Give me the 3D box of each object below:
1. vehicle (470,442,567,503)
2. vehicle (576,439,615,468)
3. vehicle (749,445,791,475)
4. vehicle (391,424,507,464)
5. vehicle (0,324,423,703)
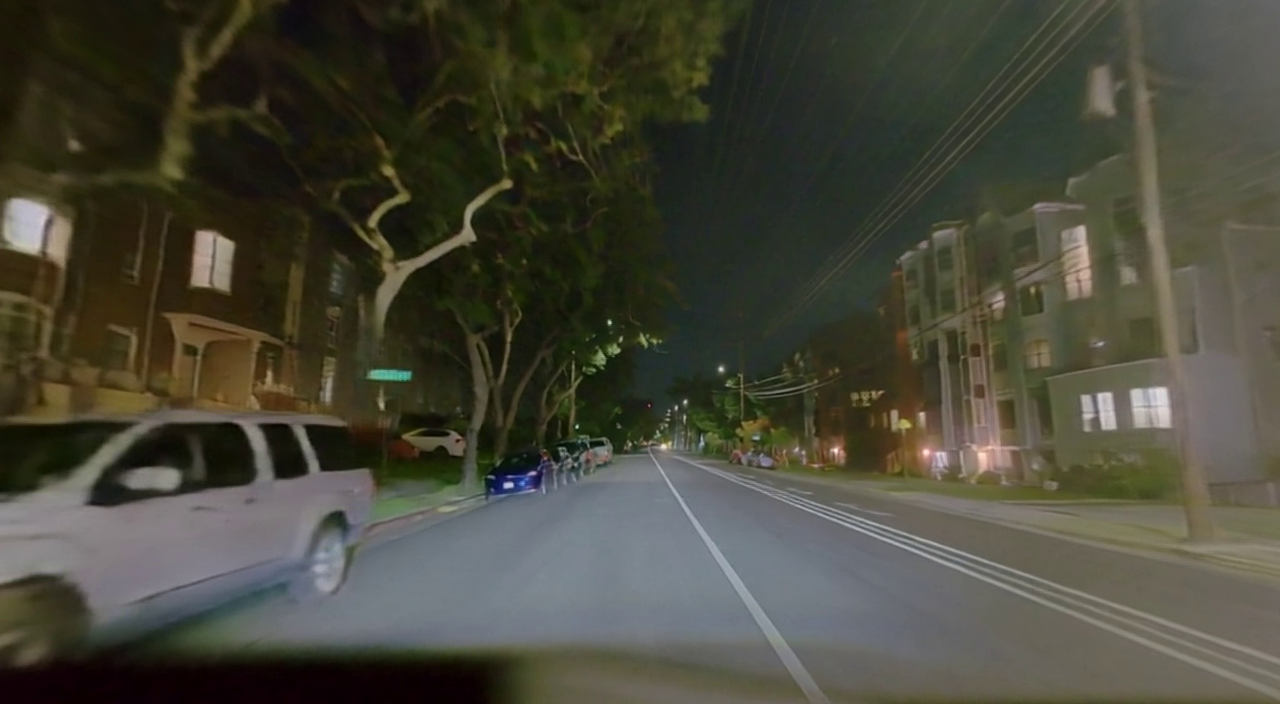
[{"bbox_3d":[-3.505,3.564,19.174,1.917,1.516,4.898,-2,-9,1],"label":"vehicle"},{"bbox_3d":[-3.120,7.263,45.510,2.290,1.924,5.536,-1,-9,1],"label":"vehicle"},{"bbox_3d":[9.817,8.202,48.102,2.156,1.882,4.790,7,-8,2],"label":"vehicle"},{"bbox_3d":[-11.650,5.658,38.907,6.180,2.011,2.493,3,-8,1],"label":"vehicle"},{"bbox_3d":[-3.726,1.121,4.559,2.189,1.887,5.616,0,-8,1],"label":"vehicle"}]
